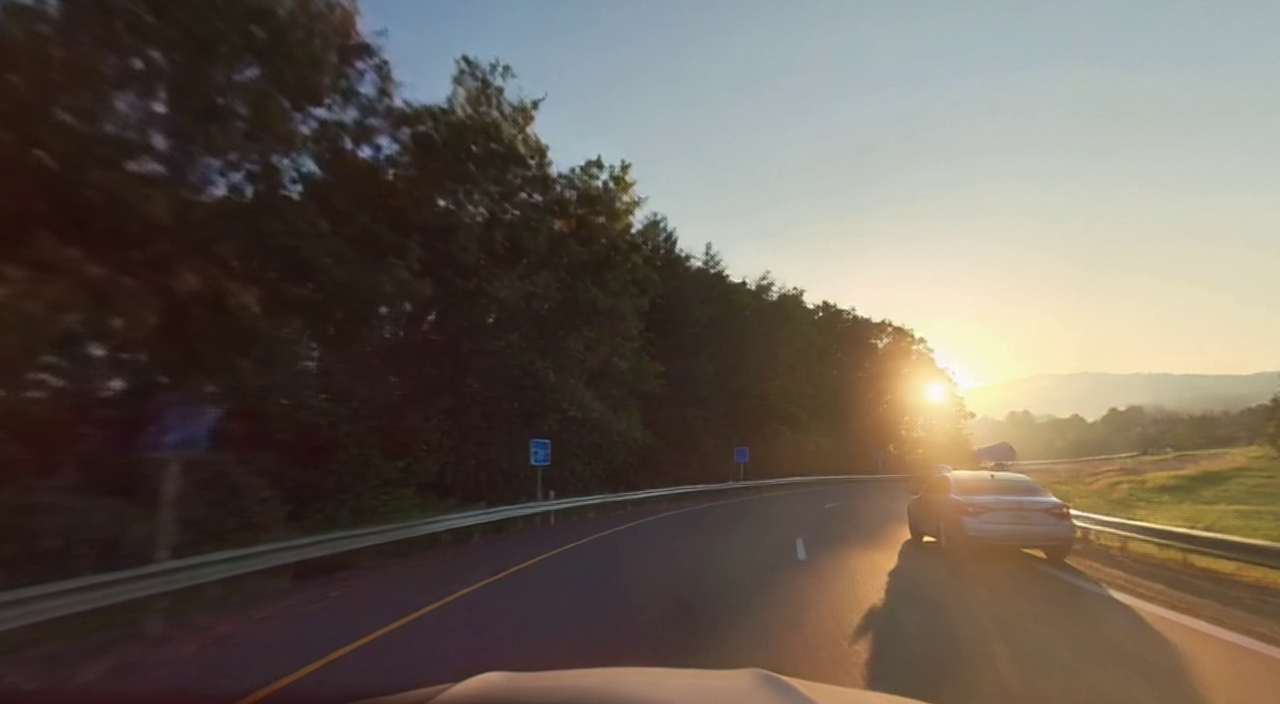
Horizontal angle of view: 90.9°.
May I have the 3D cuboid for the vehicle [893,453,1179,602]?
[{"bbox_3d":[5.272,2.341,9.208,2.023,1.593,4.105,-1,-11,10],"label":"vehicle"}]
